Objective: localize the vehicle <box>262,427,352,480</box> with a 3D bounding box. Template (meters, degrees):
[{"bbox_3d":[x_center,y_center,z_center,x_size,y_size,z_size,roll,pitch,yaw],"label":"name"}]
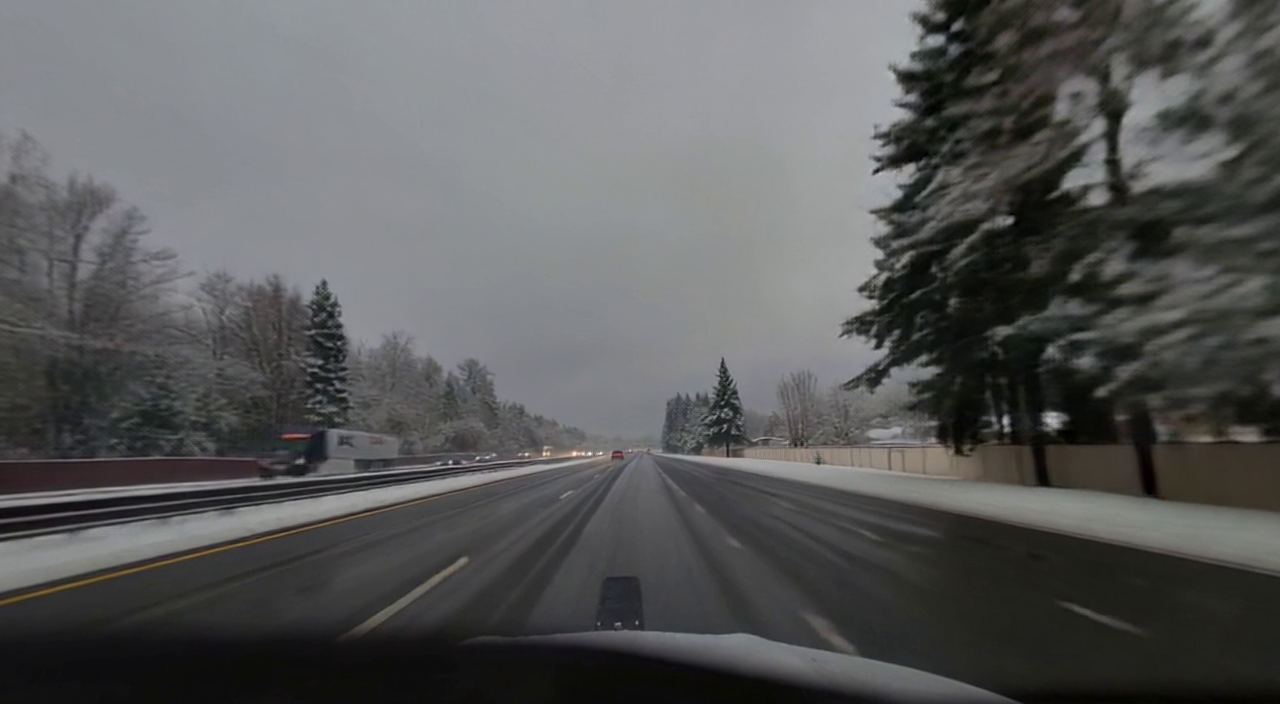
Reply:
[{"bbox_3d":[-24.839,7.609,47.434,3.058,3.666,6.589,0,-9,0],"label":"vehicle"}]

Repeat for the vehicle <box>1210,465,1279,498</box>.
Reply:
[{"bbox_3d":[38.947,8.015,39.220,4.941,1.920,2.002,1,-9,-4],"label":"vehicle"}]
